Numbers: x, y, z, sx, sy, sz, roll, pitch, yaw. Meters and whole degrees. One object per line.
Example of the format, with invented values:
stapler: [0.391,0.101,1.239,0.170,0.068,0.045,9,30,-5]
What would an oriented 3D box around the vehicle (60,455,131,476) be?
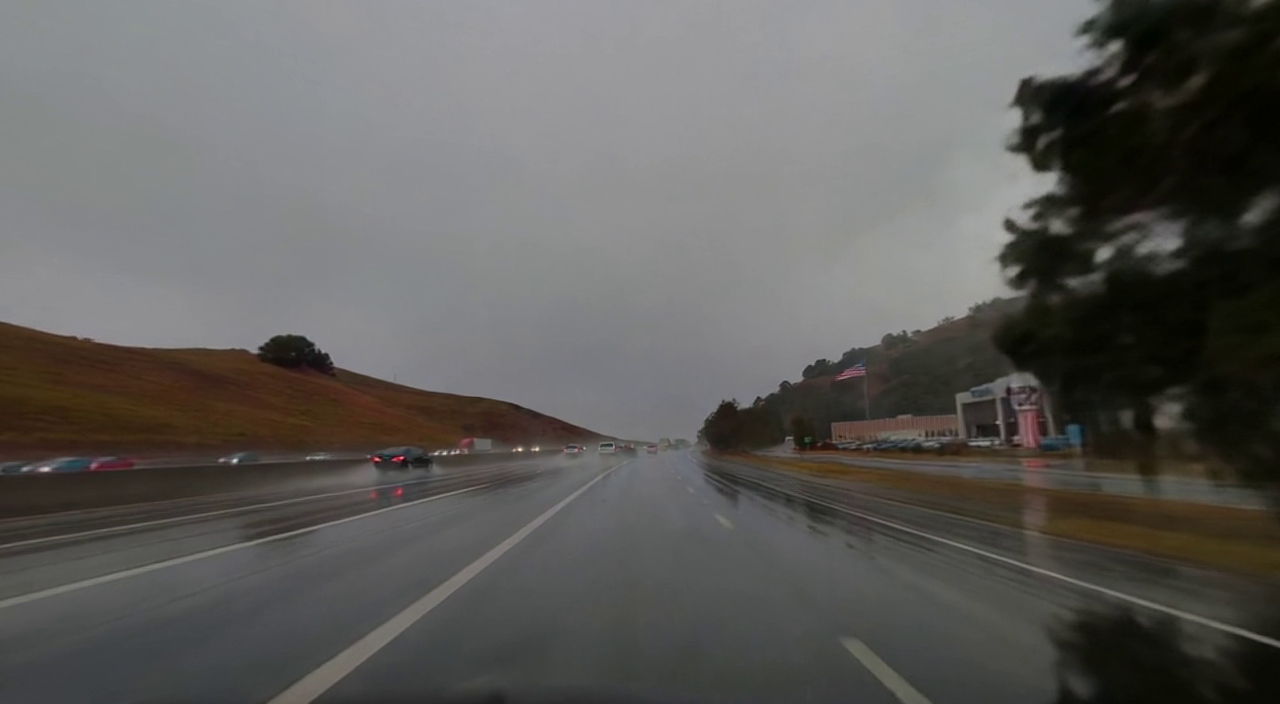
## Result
vehicle: [-41.825,8.694,48.540,1.707,1.443,4.149,-1,-8,1]

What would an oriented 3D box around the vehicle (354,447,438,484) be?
vehicle: [-10.899,5.079,28.555,1.927,1.454,4.395,-1,-8,2]
